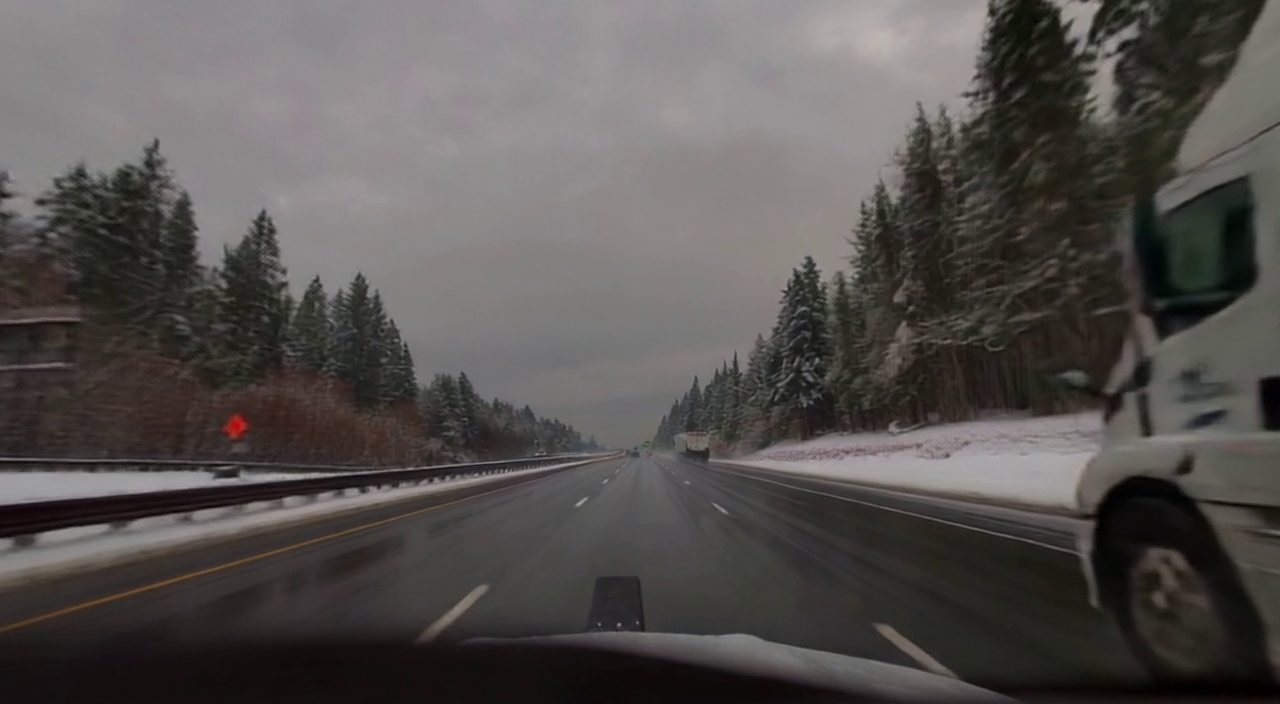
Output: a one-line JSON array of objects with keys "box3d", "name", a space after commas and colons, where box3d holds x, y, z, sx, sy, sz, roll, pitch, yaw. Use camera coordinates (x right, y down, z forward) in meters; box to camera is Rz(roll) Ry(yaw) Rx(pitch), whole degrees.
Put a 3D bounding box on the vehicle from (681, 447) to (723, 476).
[{"box3d": [3.565, 6.360, 36.840, 2.019, 1.601, 3.953, 0, -9, 0], "name": "vehicle"}]
